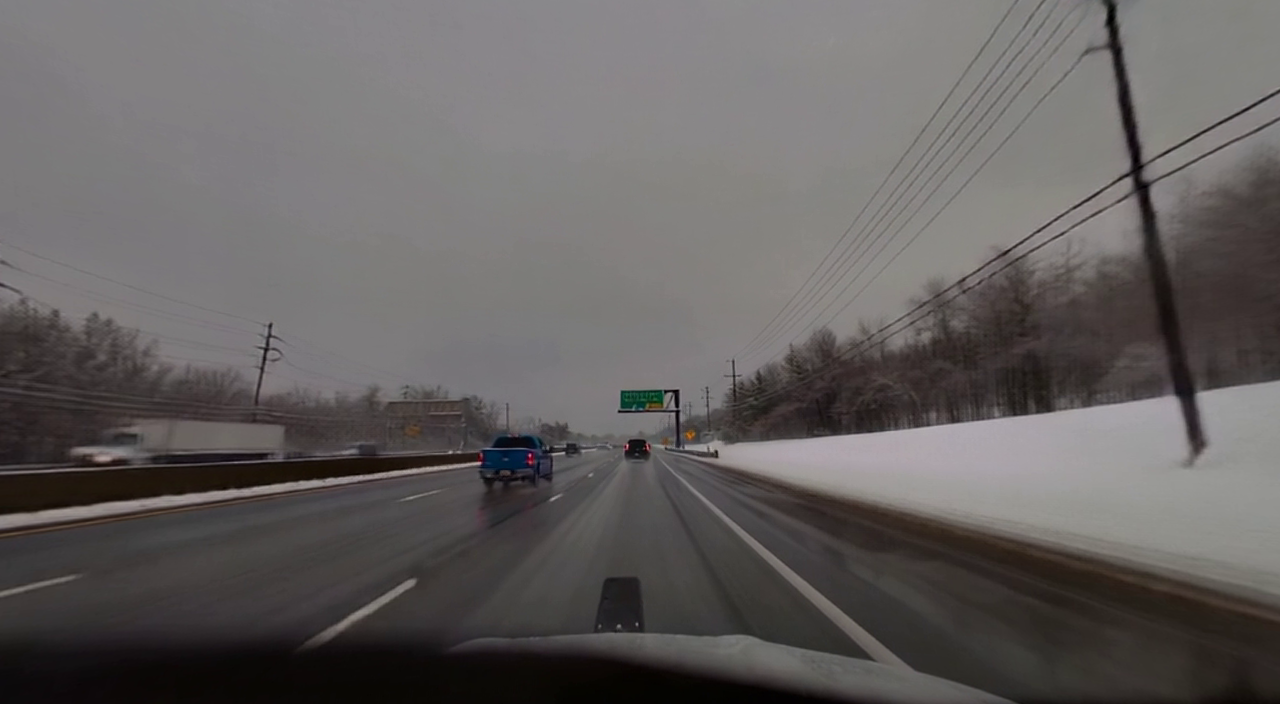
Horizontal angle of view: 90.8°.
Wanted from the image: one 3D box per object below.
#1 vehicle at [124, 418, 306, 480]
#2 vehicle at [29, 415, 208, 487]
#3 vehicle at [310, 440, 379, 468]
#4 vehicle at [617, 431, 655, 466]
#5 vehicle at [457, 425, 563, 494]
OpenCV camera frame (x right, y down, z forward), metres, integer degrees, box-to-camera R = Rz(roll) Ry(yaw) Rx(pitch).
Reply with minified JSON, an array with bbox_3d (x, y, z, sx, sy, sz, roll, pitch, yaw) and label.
[{"bbox_3d":[-28.479,6.718,43.892,2.822,3.547,14.494,0,-9,-1],"label":"vehicle"},{"bbox_3d":[-28.424,5.463,35.108,2.989,3.464,8.035,0,-9,0],"label":"vehicle"},{"bbox_3d":[-17.332,6.000,37.307,1.939,1.491,4.501,-1,-9,0],"label":"vehicle"},{"bbox_3d":[-0.269,6.344,41.571,2.358,2.144,4.713,0,-9,-1],"label":"vehicle"},{"bbox_3d":[-3.807,3.279,19.599,2.204,1.812,5.289,0,-9,0],"label":"vehicle"}]
